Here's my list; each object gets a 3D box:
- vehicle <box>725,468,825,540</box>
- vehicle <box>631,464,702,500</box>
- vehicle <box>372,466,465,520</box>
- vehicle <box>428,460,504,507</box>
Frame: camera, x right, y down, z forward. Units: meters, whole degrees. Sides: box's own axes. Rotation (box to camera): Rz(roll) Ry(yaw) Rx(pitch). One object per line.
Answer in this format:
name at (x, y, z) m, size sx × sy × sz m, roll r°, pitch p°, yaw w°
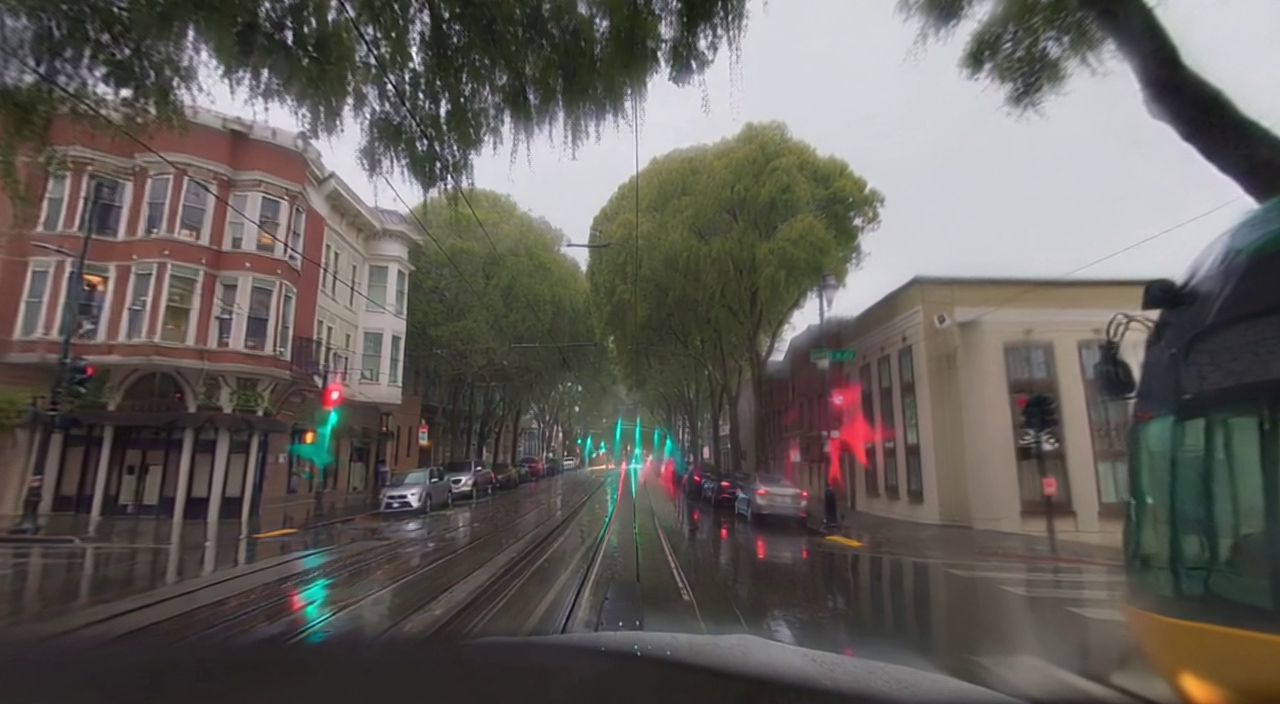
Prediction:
vehicle at (3.849, 4.415, 18.828) m, size 1.929 × 1.723 × 4.134 m, roll 0°, pitch -8°, yaw -2°
vehicle at (1.304, 6.590, 32.217) m, size 1.984 × 1.571 × 3.404 m, roll 5°, pitch -10°, yaw -33°
vehicle at (-7.414, 4.802, 21.603) m, size 1.779 × 1.588 × 3.953 m, roll 2°, pitch -12°, yaw -2°
vehicle at (-7.405, 5.620, 27.390) m, size 1.861 × 1.751 × 4.550 m, roll 1°, pitch -9°, yaw 2°
